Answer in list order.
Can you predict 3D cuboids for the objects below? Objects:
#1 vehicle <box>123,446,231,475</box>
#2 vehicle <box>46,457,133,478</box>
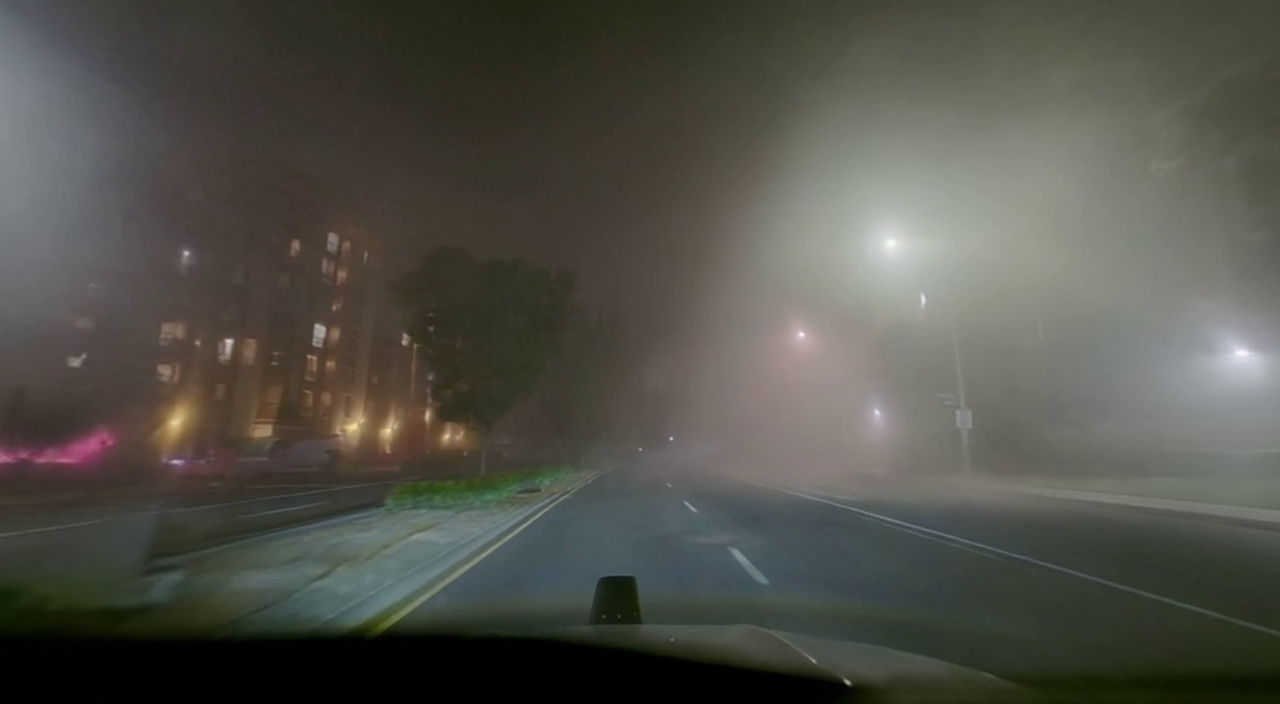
[{"bbox_3d":[-33.024,7.731,45.199,5.722,2.038,2.444,0,-9,0],"label":"vehicle"},{"bbox_3d":[-39.299,8.255,45.198,4.461,1.410,1.789,0,-8,-1],"label":"vehicle"}]
